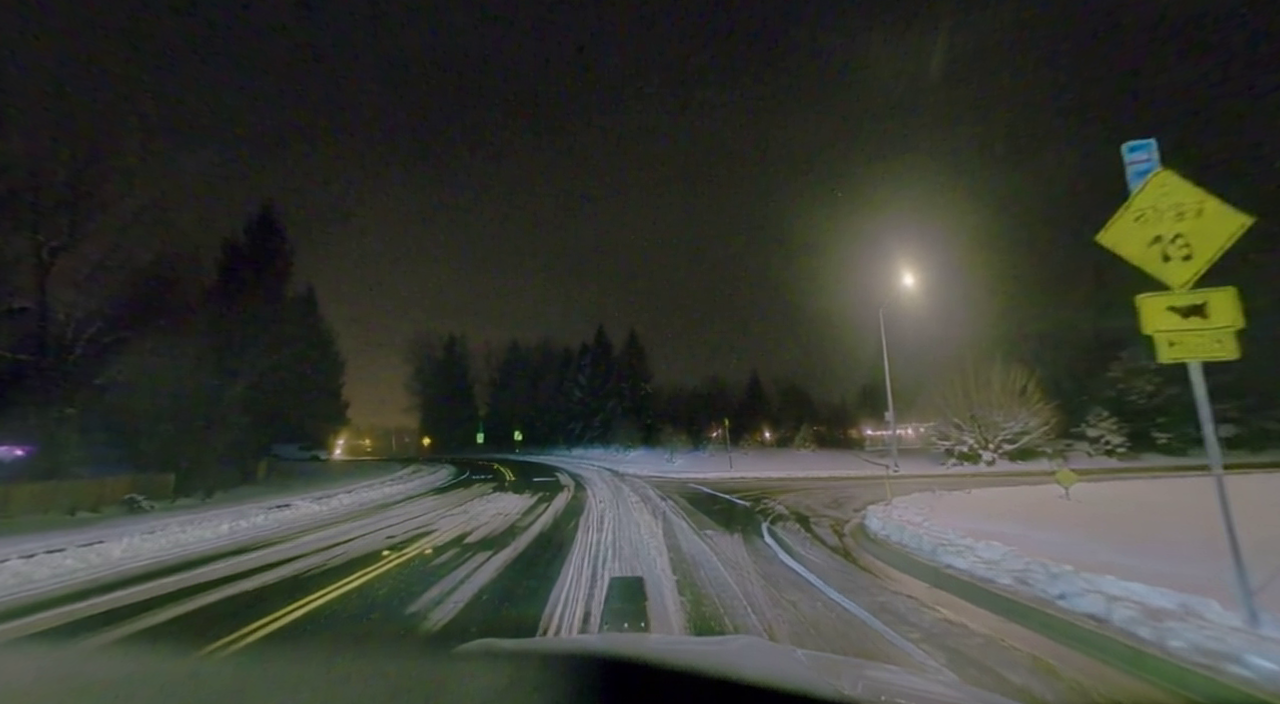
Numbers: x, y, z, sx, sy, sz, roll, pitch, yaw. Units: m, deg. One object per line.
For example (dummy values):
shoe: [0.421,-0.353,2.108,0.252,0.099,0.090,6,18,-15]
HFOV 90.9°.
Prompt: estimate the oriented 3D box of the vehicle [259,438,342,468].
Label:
vehicle: [-24.016,7.128,44.647,4.699,1.996,2.116,-1,-9,9]
